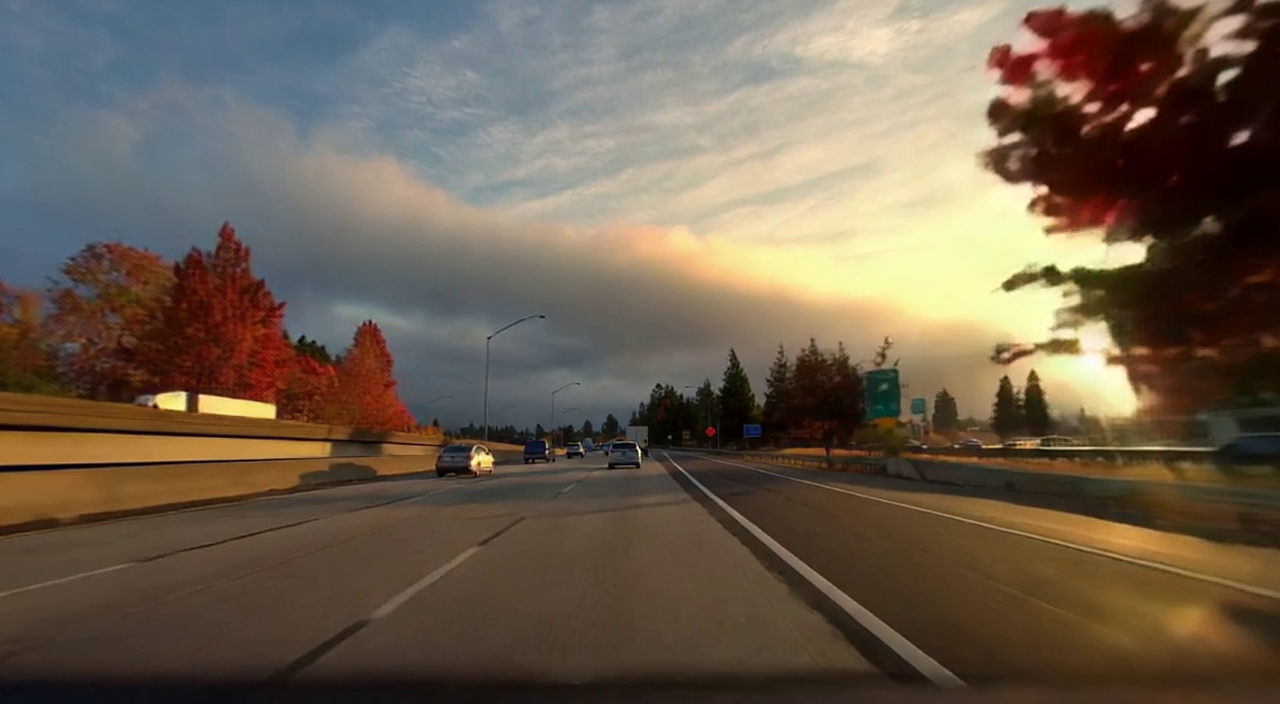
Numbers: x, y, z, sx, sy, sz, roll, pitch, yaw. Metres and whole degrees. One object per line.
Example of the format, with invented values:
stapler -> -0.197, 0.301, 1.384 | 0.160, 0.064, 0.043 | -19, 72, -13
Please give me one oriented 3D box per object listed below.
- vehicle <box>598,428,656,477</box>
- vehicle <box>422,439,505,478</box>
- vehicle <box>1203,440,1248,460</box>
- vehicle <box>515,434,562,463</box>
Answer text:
vehicle -> -0.510, 4.282, 27.030 | 2.245, 1.863, 4.801 | 0, -8, 0
vehicle -> -7.347, 4.478, 26.713 | 2.074, 1.495, 4.643 | 0, -8, 1
vehicle -> 46.128, 7.729, 49.559 | 4.334, 1.495, 1.987 | 7, -11, -41
vehicle -> -7.243, 6.985, 45.581 | 2.328, 1.927, 5.880 | 0, -8, 1
